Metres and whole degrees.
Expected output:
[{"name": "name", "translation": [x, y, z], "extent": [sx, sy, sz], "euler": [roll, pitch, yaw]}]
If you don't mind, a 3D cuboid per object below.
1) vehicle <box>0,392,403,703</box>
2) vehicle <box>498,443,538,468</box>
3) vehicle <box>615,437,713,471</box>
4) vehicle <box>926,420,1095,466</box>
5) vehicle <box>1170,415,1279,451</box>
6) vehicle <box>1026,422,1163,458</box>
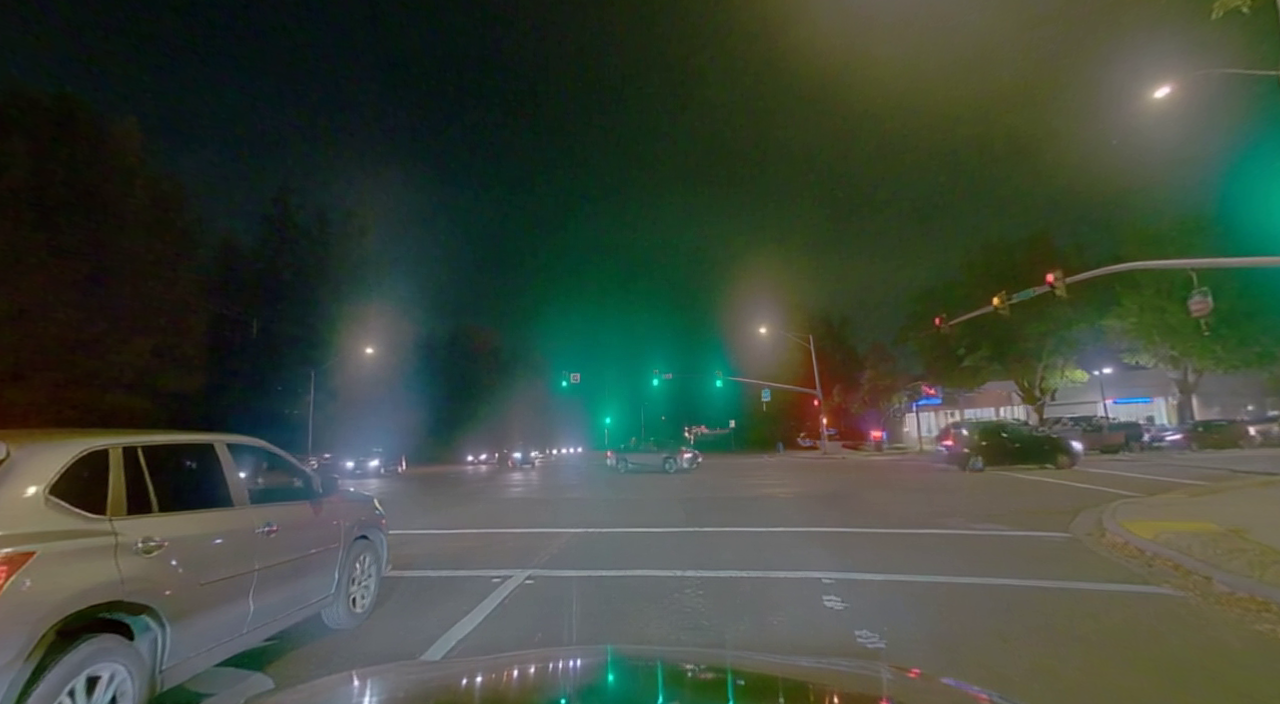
[{"name": "vehicle", "translation": [-2.950, 0.989, 2.728], "extent": [1.924, 1.482, 4.734], "euler": [0, -8, 1]}, {"name": "vehicle", "translation": [-7.592, 6.370, 38.919], "extent": [1.841, 1.450, 4.364], "euler": [3, -9, -18]}, {"name": "vehicle", "translation": [1.082, 4.757, 29.605], "extent": [4.180, 1.478, 1.986], "euler": [-7, -11, 36]}, {"name": "vehicle", "translation": [14.337, 3.573, 24.732], "extent": [5.268, 1.687, 1.942], "euler": [-2, -9, 11]}, {"name": "vehicle", "translation": [26.859, 3.657, 28.407], "extent": [4.240, 1.540, 1.944], "euler": [0, -9, -4]}, {"name": "vehicle", "translation": [19.917, 3.867, 27.744], "extent": [4.552, 1.492, 2.002], "euler": [0, -9, -4]}]
